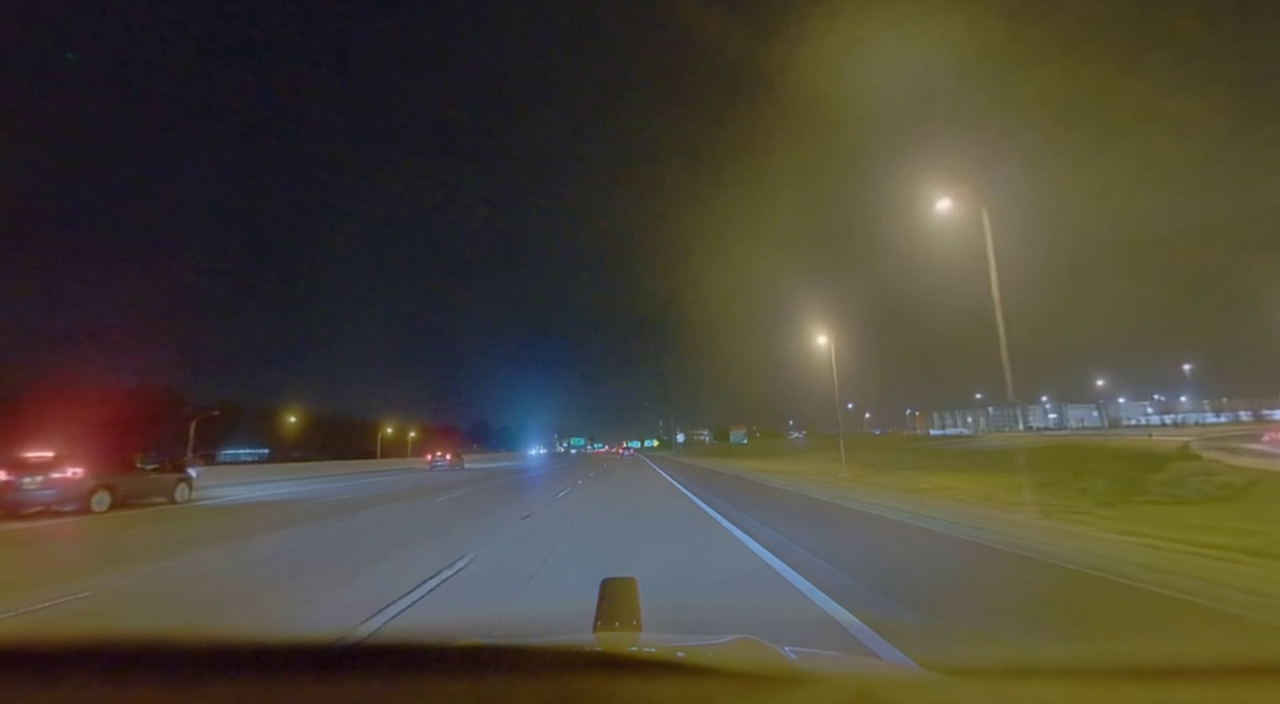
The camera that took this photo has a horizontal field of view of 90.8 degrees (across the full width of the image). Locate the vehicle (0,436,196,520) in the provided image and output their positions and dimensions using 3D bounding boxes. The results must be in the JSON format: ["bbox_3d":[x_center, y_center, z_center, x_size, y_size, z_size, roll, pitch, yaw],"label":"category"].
[{"bbox_3d":[-14.257,3.085,16.145,2.049,1.792,5.177,0,-9,-1],"label":"vehicle"}]

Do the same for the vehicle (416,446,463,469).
[{"bbox_3d":[-14.828,7.818,47.015,2.057,1.619,4.443,0,-9,0],"label":"vehicle"}]
